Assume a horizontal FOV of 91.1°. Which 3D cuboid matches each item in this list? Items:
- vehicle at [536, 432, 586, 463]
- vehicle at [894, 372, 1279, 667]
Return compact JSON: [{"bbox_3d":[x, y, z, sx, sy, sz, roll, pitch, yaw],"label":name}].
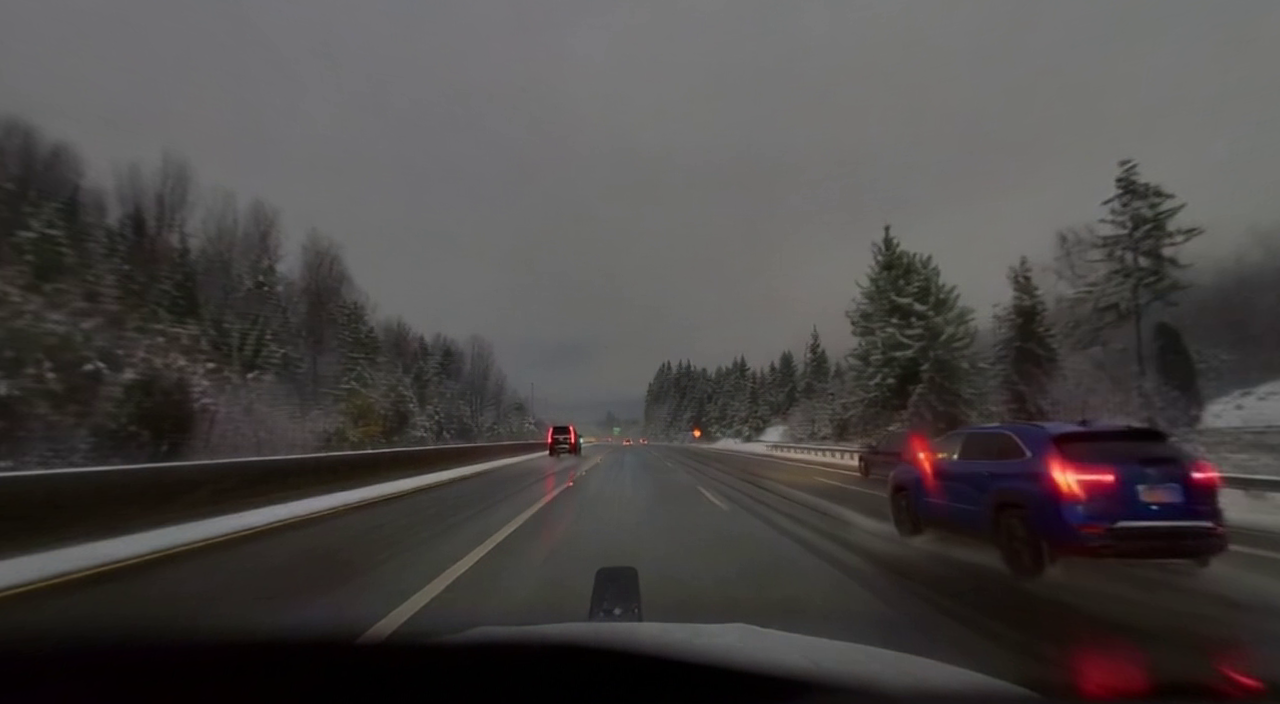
[{"bbox_3d":[-3.951,4.835,32.173,2.032,1.465,4.316,0,-8,-1],"label":"vehicle"},{"bbox_3d":[4.127,1.169,5.484,2.011,1.576,4.060,0,-8,-2],"label":"vehicle"}]
